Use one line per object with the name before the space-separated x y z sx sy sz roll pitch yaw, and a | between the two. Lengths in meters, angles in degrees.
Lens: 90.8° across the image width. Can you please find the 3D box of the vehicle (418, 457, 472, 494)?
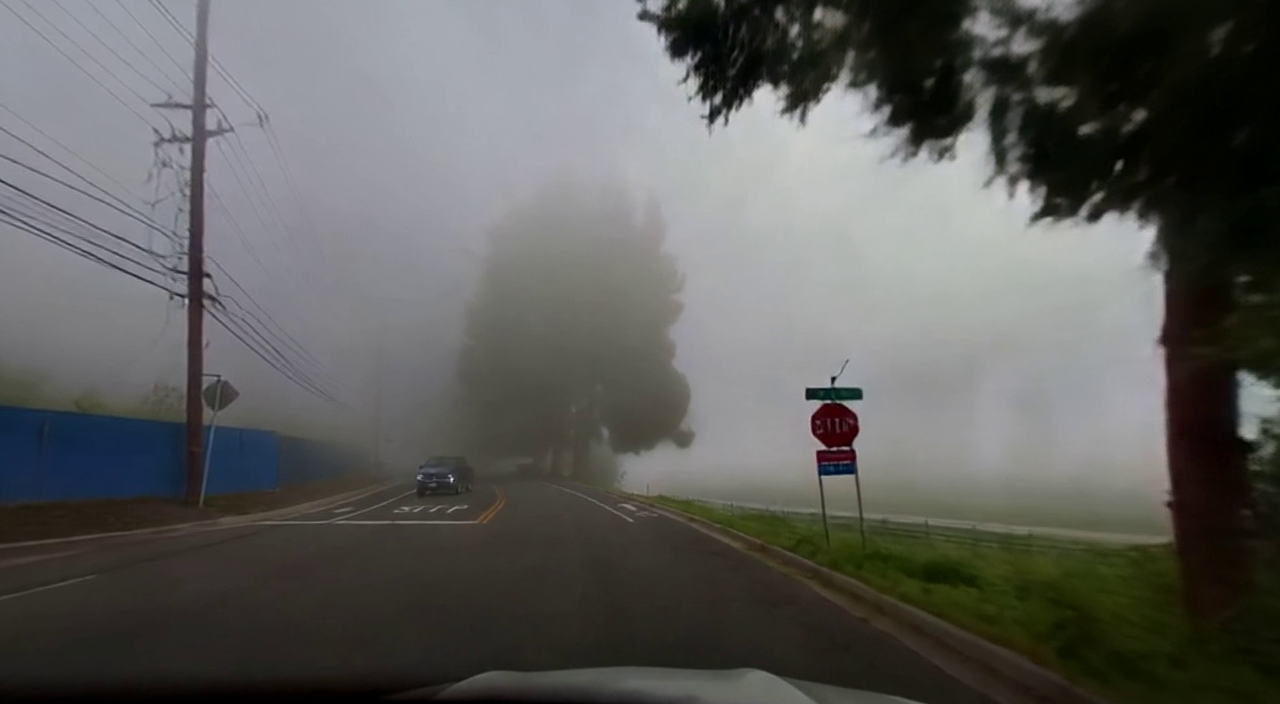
vehicle | -8.709 5.529 28.605 2.034 1.479 4.521 2 -9 -14
